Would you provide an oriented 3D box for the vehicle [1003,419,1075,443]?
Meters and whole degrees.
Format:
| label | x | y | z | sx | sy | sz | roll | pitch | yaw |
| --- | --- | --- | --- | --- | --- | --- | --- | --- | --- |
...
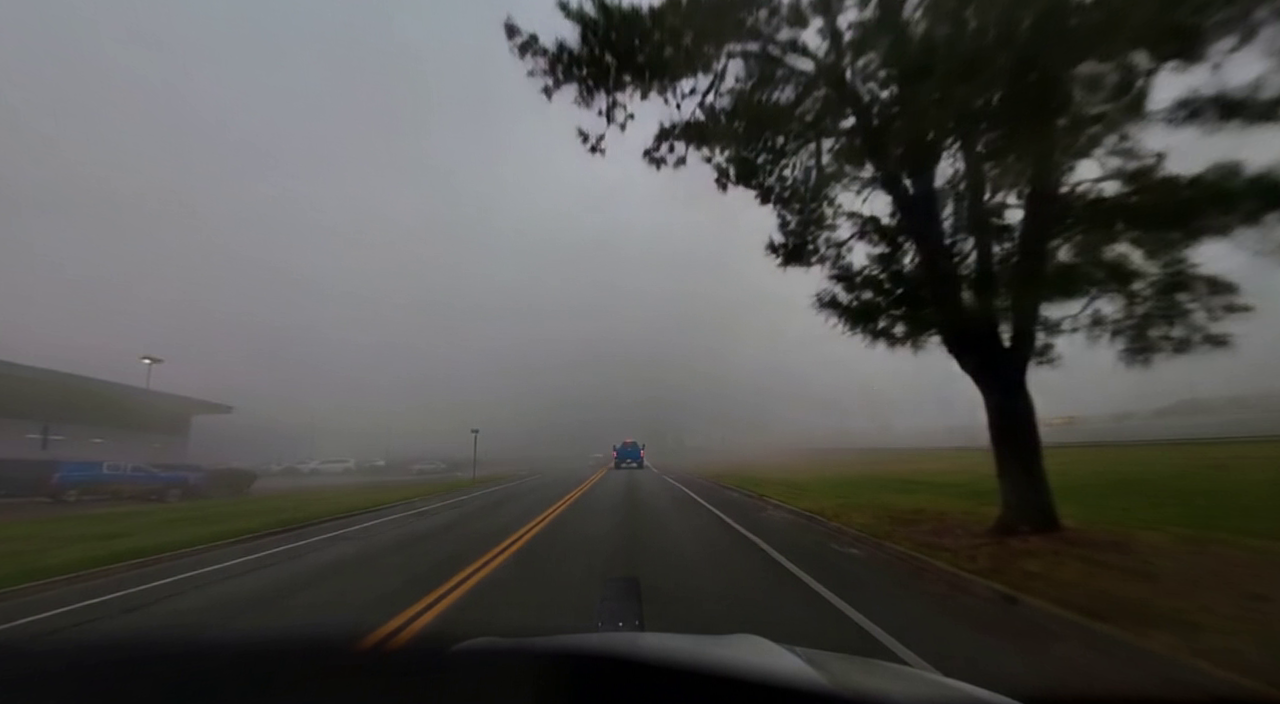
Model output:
| label | x | y | z | sx | sy | sz | roll | pitch | yaw |
| --- | --- | --- | --- | --- | --- | --- | --- | --- | --- |
| vehicle | 26.172 | 5.242 | 41.566 | 1.816 | 1.517 | 3.920 | 1 | -9 | -8 |

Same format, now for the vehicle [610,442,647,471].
| label | x | y | z | sx | sy | sz | roll | pitch | yaw |
| --- | --- | --- | --- | --- | --- | --- | --- | --- | --- |
| vehicle | -0.881 | 7.804 | 47.469 | 2.556 | 2.063 | 5.578 | 0 | -9 | -1 |
